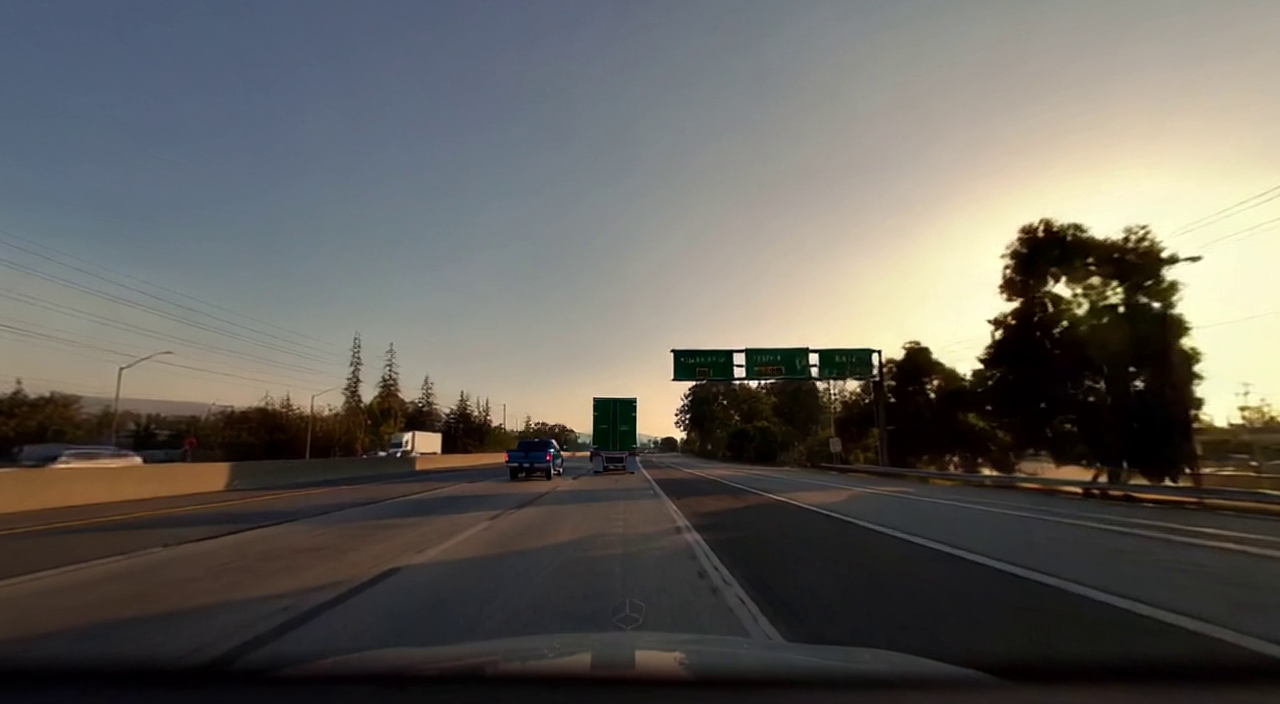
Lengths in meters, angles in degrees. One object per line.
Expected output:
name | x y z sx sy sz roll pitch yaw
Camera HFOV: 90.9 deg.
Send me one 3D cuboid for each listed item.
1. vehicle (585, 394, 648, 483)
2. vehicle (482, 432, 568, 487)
vehicle | -1.253 4.921 35.517 2.879 4.085 13.125 0 -8 -1
vehicle | -4.930 4.754 28.300 2.749 2.141 6.515 0 -8 -1
